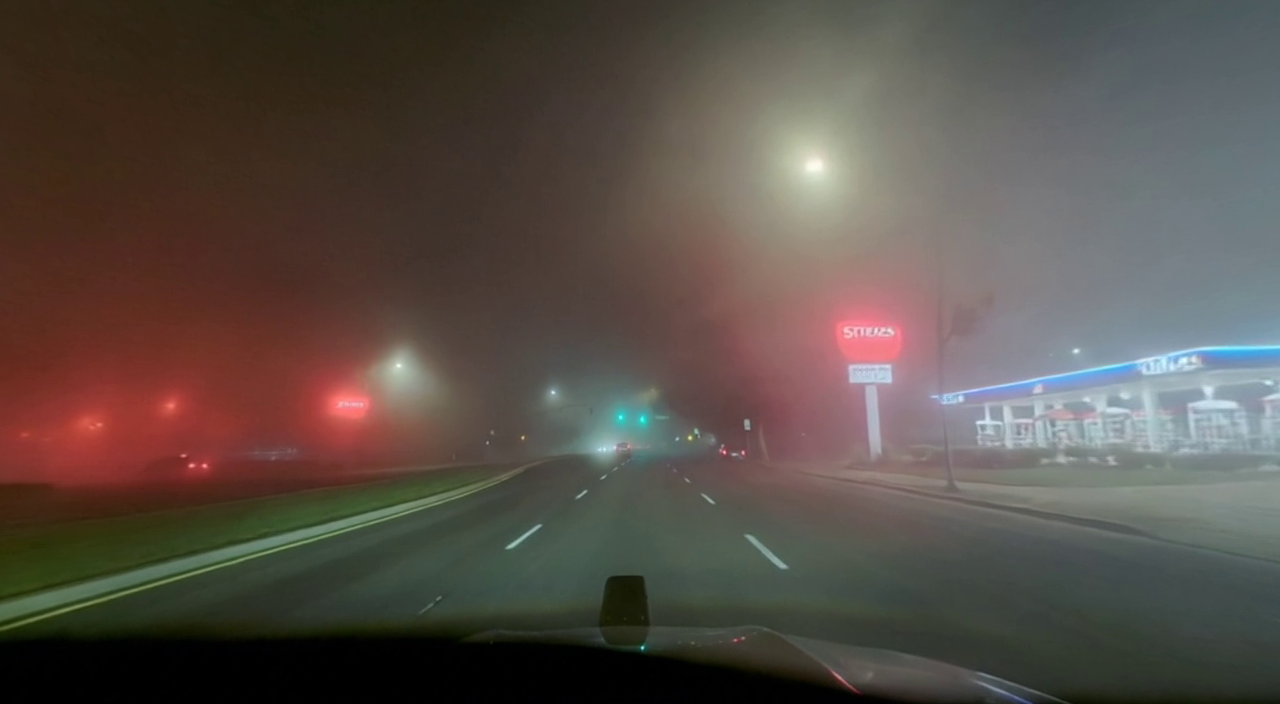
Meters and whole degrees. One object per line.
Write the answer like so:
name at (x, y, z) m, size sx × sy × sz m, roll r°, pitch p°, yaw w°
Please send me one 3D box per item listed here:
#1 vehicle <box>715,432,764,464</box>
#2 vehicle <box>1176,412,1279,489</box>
vehicle at (7.724, 7.554, 49.829) m, size 2.764 × 2.327 × 6.492 m, roll 0°, pitch -8°, yaw 0°
vehicle at (15.917, 2.413, 15.531) m, size 4.399 × 1.686 × 1.970 m, roll 3°, pitch -9°, yaw -19°
